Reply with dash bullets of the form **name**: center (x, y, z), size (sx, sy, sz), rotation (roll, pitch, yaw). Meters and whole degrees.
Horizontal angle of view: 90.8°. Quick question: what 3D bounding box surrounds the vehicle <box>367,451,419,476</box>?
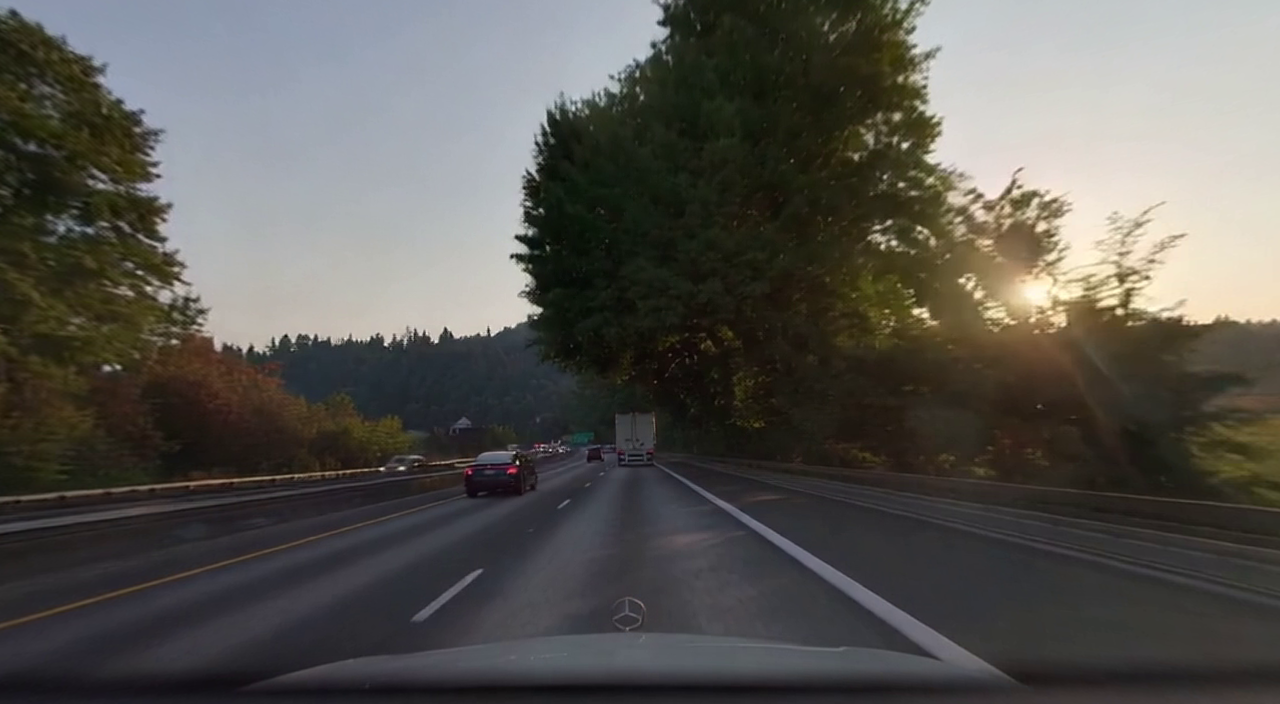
- **vehicle**: center (-17.197, 7.765, 44.129), size (1.896, 1.641, 4.116), rotation (0, -9, 0)

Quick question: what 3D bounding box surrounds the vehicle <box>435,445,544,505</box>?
- **vehicle**: center (-4.074, 3.406, 17.869), size (1.968, 1.460, 4.227), rotation (0, -9, 1)
